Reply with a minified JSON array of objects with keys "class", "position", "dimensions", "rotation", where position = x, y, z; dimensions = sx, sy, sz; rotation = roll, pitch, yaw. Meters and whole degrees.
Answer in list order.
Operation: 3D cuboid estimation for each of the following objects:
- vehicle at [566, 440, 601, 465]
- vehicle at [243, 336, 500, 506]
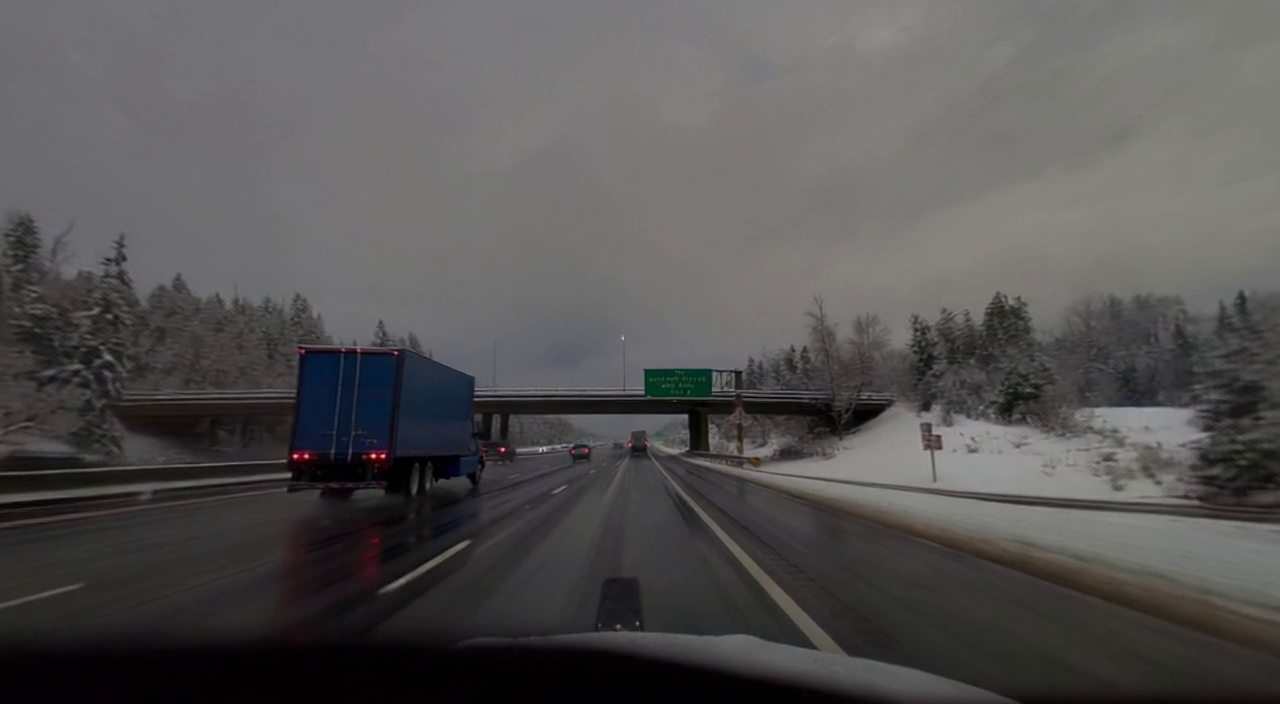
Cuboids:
[{"class":"vehicle","position":[-4.087,7.341,46.076],"dimensions":[2.094,1.695,4.260],"rotation":[0,-9,1]},{"class":"vehicle","position":[-7.189,2.299,19.452],"dimensions":[3.303,3.868,10.298],"rotation":[0,-9,0]}]
